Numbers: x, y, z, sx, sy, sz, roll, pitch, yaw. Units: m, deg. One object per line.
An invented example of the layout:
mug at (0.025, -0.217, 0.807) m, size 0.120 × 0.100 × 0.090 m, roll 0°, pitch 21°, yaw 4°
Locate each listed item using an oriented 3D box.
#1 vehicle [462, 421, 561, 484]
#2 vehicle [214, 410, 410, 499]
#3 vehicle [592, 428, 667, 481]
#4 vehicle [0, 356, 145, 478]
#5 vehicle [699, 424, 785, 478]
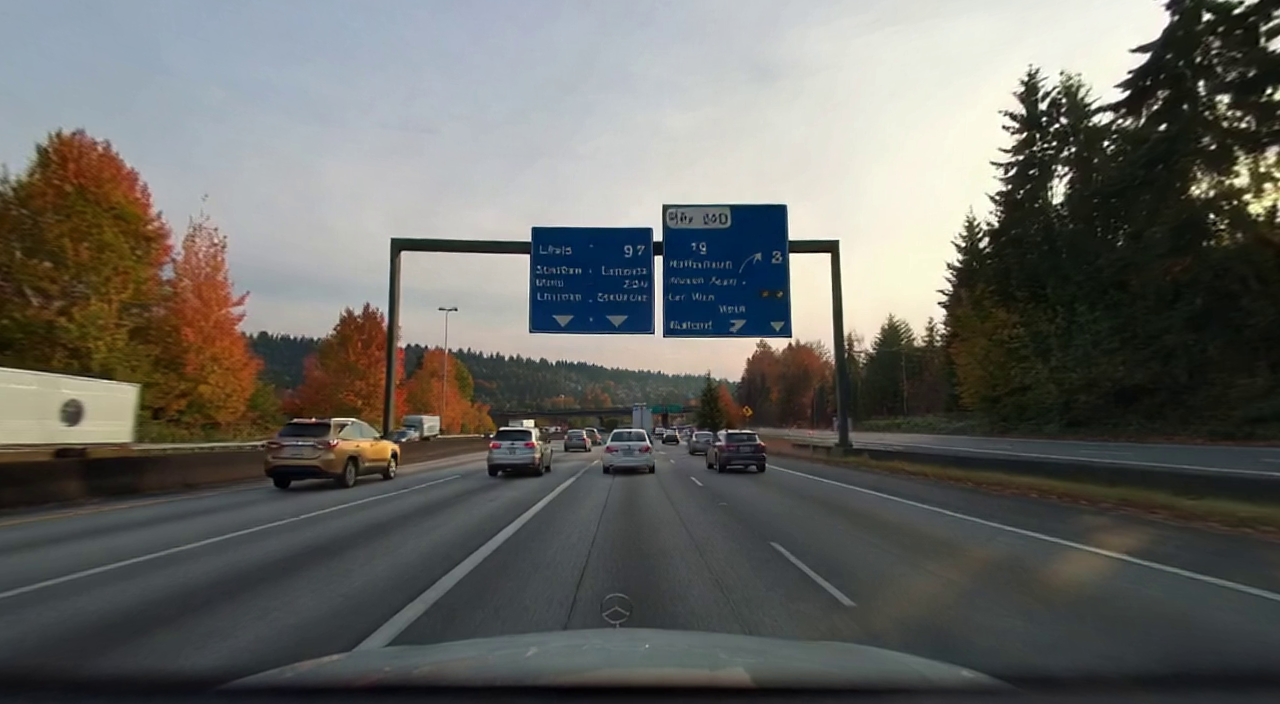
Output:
vehicle at (-3.725, 2.999, 19.073) m, size 2.064 × 1.672 × 4.277 m, roll 0°, pitch -8°, yaw 1°
vehicle at (-7.457, 2.380, 15.036) m, size 2.117 × 1.779 × 4.745 m, roll 0°, pitch -8°, yaw 0°
vehicle at (-0.304, 3.197, 20.041) m, size 2.111 × 1.494 × 4.364 m, roll 0°, pitch -8°, yaw 0°
vehicle at (-23.175, 2.073, 20.284) m, size 2.934 × 4.105 × 14.191 m, roll 0°, pitch -8°, yaw 0°
vehicle at (3.336, 3.319, 21.452) m, size 2.095 × 1.650 × 4.331 m, roll 0°, pitch -8°, yaw -1°
